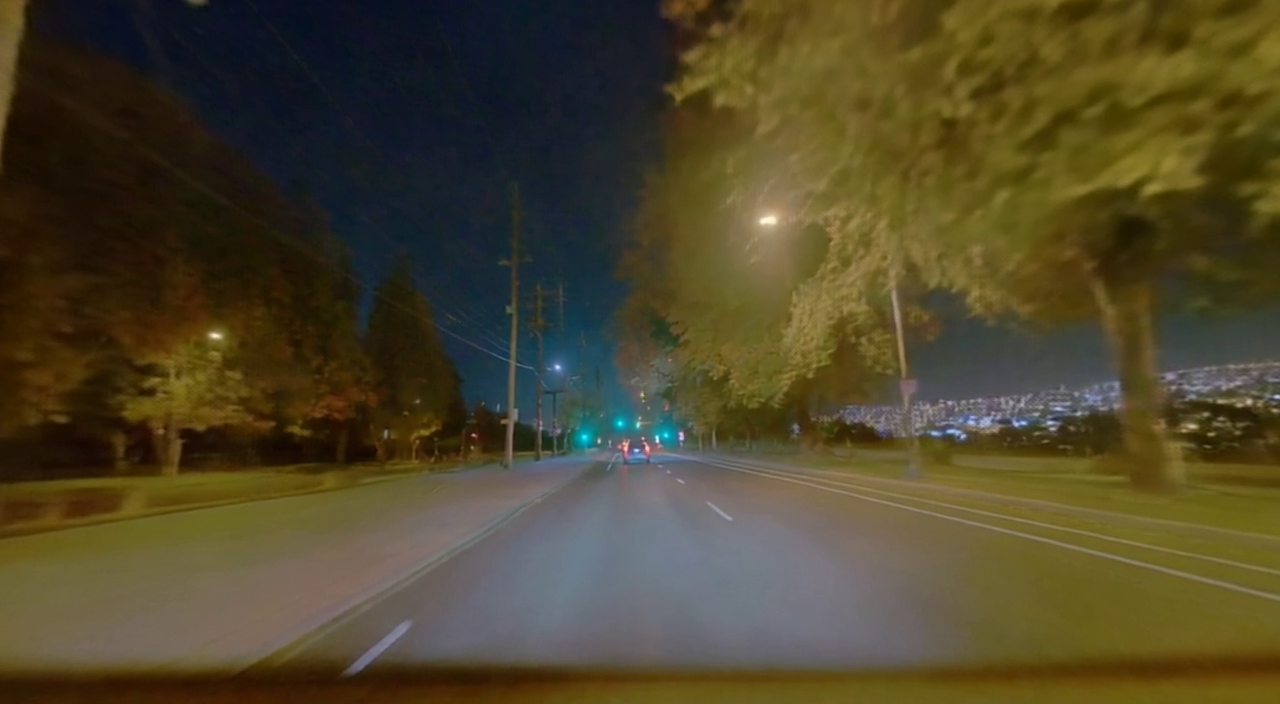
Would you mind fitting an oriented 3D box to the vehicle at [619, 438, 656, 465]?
[{"bbox_3d":[-0.193,5.979,38.011,2.109,1.501,4.042,0,-8,-1],"label":"vehicle"}]
